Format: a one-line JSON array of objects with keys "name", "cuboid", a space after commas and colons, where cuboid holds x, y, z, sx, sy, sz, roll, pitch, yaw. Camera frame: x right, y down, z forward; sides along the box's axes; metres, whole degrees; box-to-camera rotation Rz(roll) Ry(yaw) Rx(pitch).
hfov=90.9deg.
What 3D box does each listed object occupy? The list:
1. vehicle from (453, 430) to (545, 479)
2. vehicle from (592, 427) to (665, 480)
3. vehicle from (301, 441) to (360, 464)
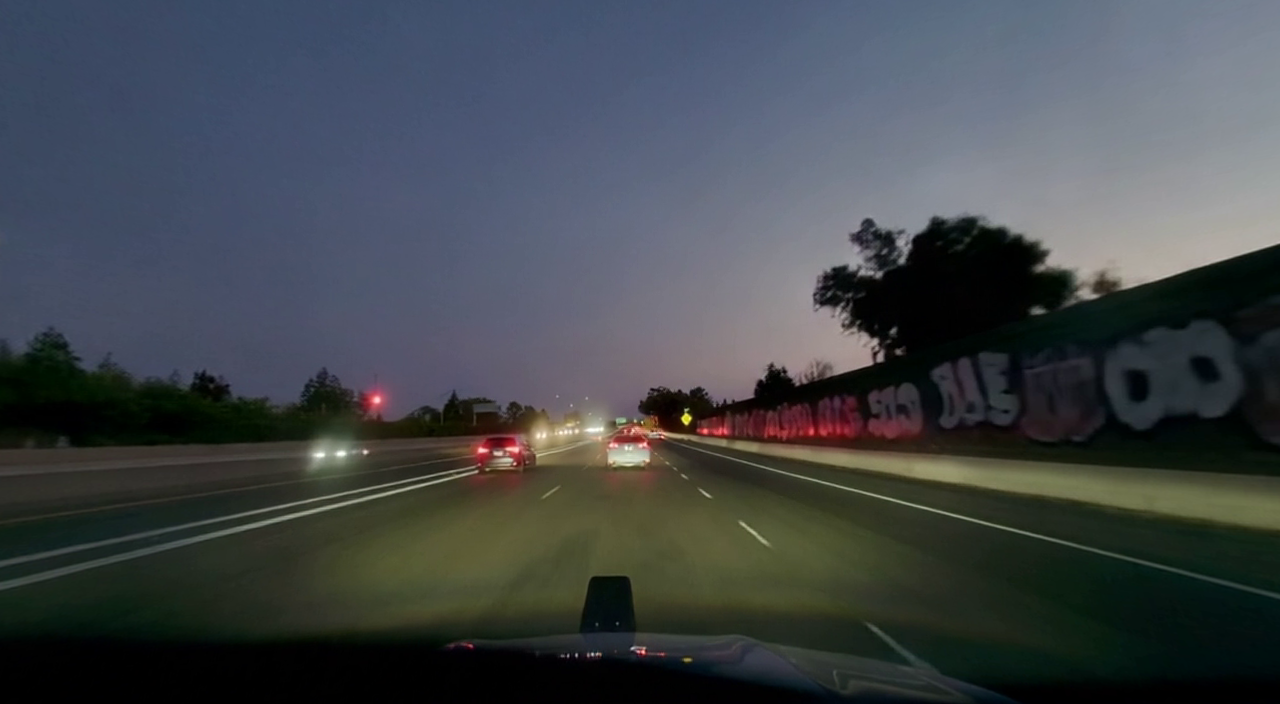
[{"name": "vehicle", "cuboid": [-4.549, 3.363, 21.054, 2.022, 1.440, 4.491, 0, -8, 0]}, {"name": "vehicle", "cuboid": [-0.388, 3.143, 19.748, 2.044, 1.477, 3.693, 0, -8, -2]}, {"name": "vehicle", "cuboid": [-21.513, 7.001, 44.025, 1.875, 1.477, 4.556, 0, -8, -1]}]
